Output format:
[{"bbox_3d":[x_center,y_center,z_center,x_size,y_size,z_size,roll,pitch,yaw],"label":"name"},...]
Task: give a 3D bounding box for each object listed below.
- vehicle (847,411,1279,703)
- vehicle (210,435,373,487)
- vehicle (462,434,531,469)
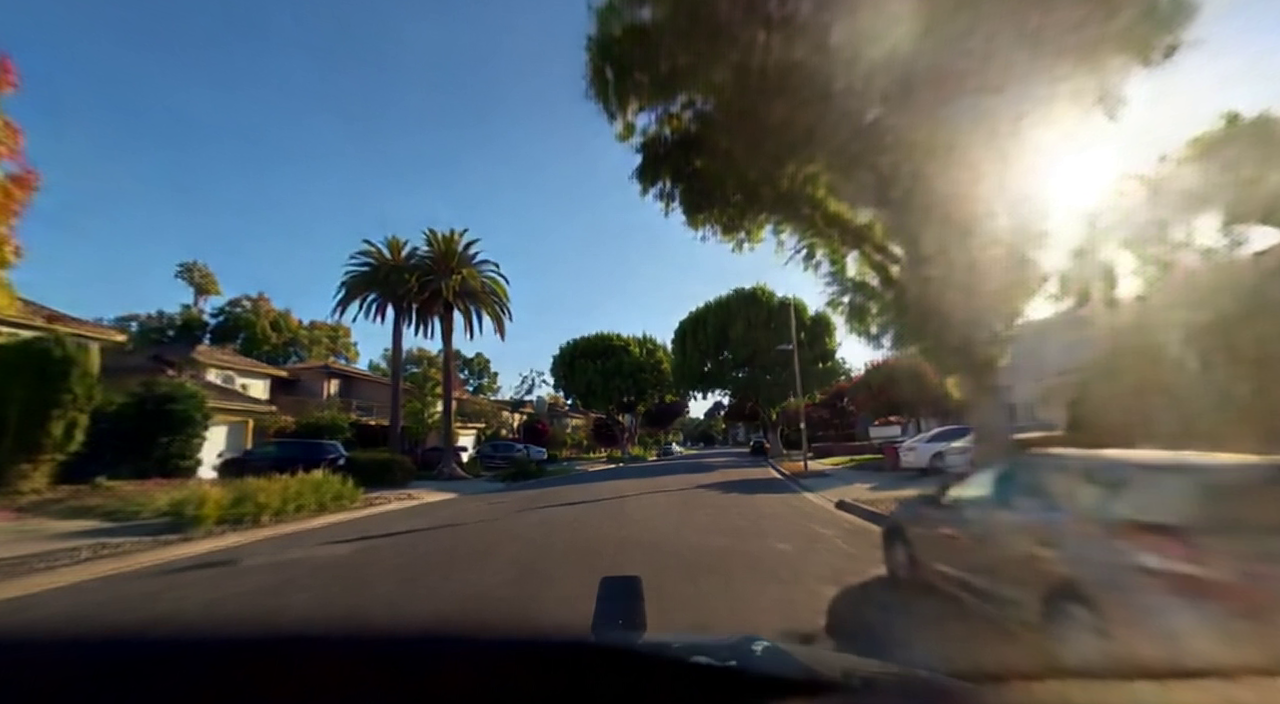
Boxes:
[{"bbox_3d":[3.198,1.294,4.457,2.045,1.519,4.231,0,-8,1],"label":"vehicle"},{"bbox_3d":[-12.580,3.907,22.821,5.015,1.746,1.968,-2,-9,13],"label":"vehicle"},{"bbox_3d":[-9.401,6.582,41.515,3.918,1.719,1.988,-4,-21,5],"label":"vehicle"}]
